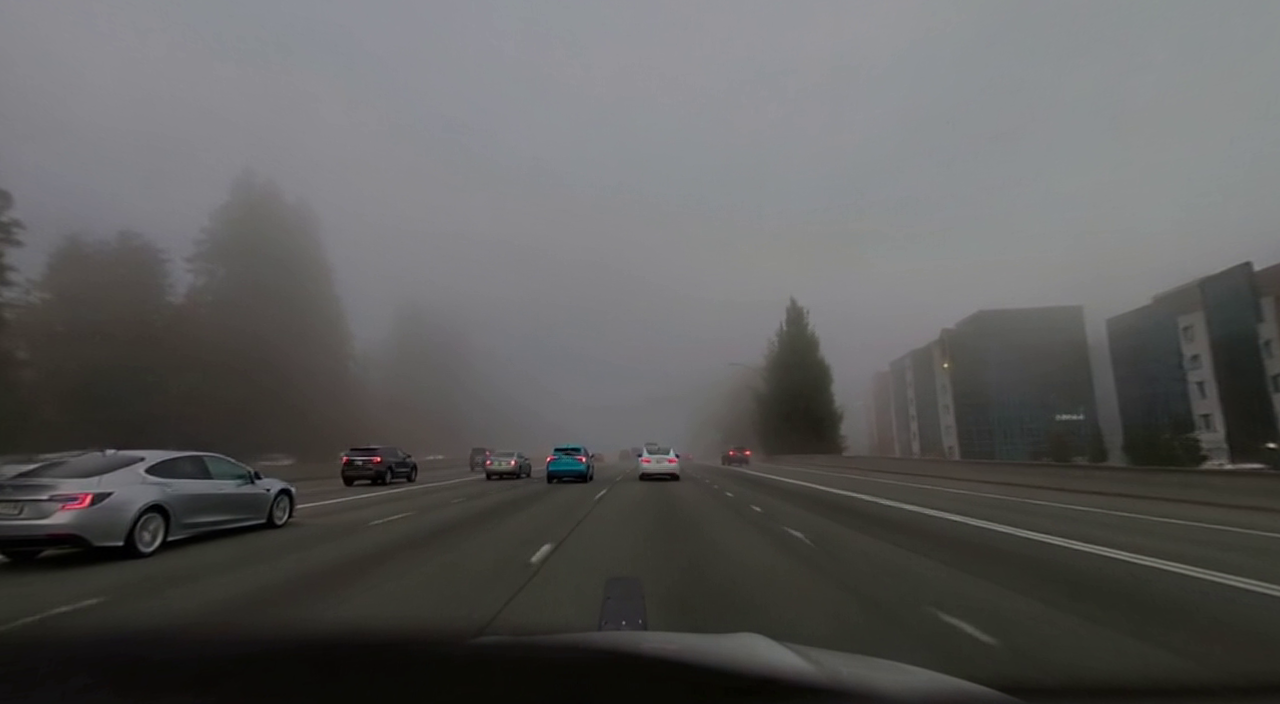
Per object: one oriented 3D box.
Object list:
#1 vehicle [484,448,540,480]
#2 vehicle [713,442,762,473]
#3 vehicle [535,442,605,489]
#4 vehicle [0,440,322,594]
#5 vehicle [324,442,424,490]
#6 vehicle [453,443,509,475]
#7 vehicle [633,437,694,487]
[{"bbox_3d":[-6.341,5.577,31.660,1.886,1.455,4.148,-1,-8,1],"label":"vehicle"},{"bbox_3d":[5.947,6.501,39.094,2.071,1.754,4.484,0,-8,-3],"label":"vehicle"},{"bbox_3d":[-2.557,4.280,24.231,2.102,1.624,4.257,-1,-8,2],"label":"vehicle"},{"bbox_3d":[-6.612,1.955,8.523,2.116,1.473,4.644,-1,-8,1],"label":"vehicle"},{"bbox_3d":[-10.322,4.425,24.879,1.947,1.683,4.331,-1,-8,2],"label":"vehicle"},{"bbox_3d":[-10.009,6.771,40.219,2.186,1.851,5.085,-1,-8,1],"label":"vehicle"},{"bbox_3d":[0.838,4.168,24.194,2.114,1.715,4.136,0,-8,0],"label":"vehicle"}]
